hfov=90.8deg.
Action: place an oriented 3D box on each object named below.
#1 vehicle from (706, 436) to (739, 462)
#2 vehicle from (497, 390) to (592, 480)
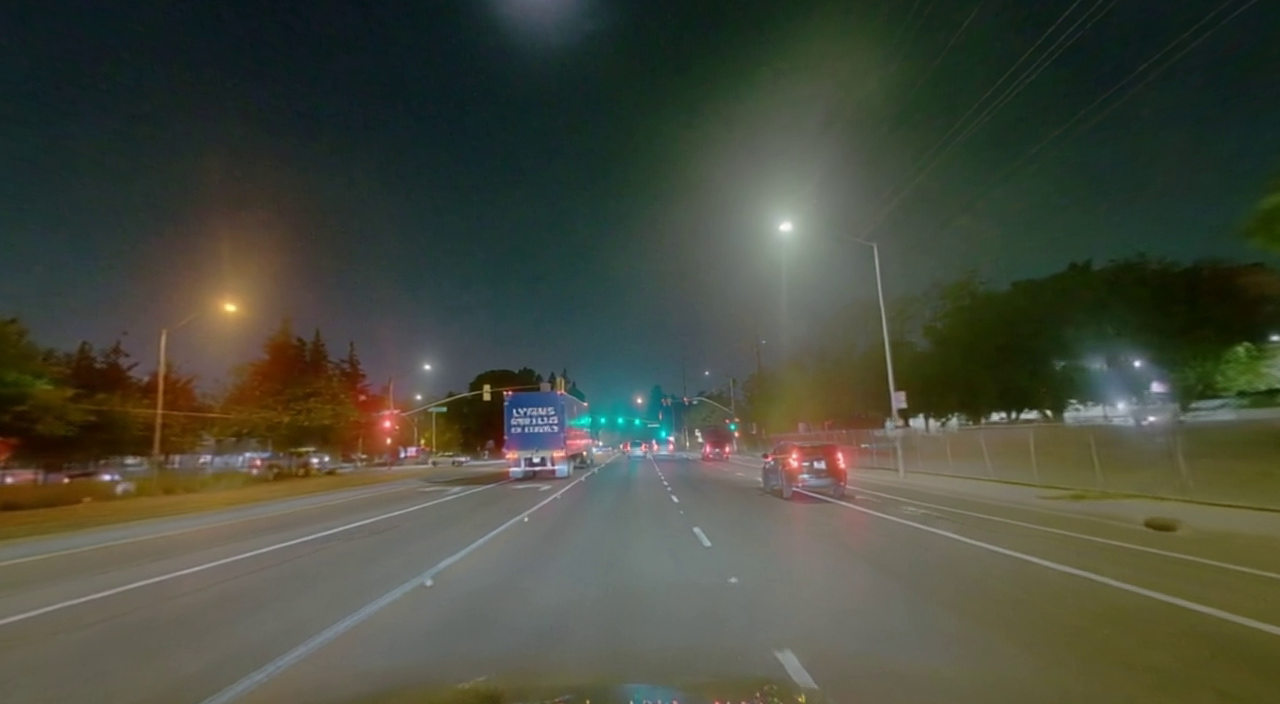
[{"bbox_3d":[5.675,6.727,43.874,2.102,1.662,4.533,-1,-9,5],"label":"vehicle"},{"bbox_3d":[-3.875,3.693,27.742,2.889,3.347,8.285,0,-9,0],"label":"vehicle"}]
